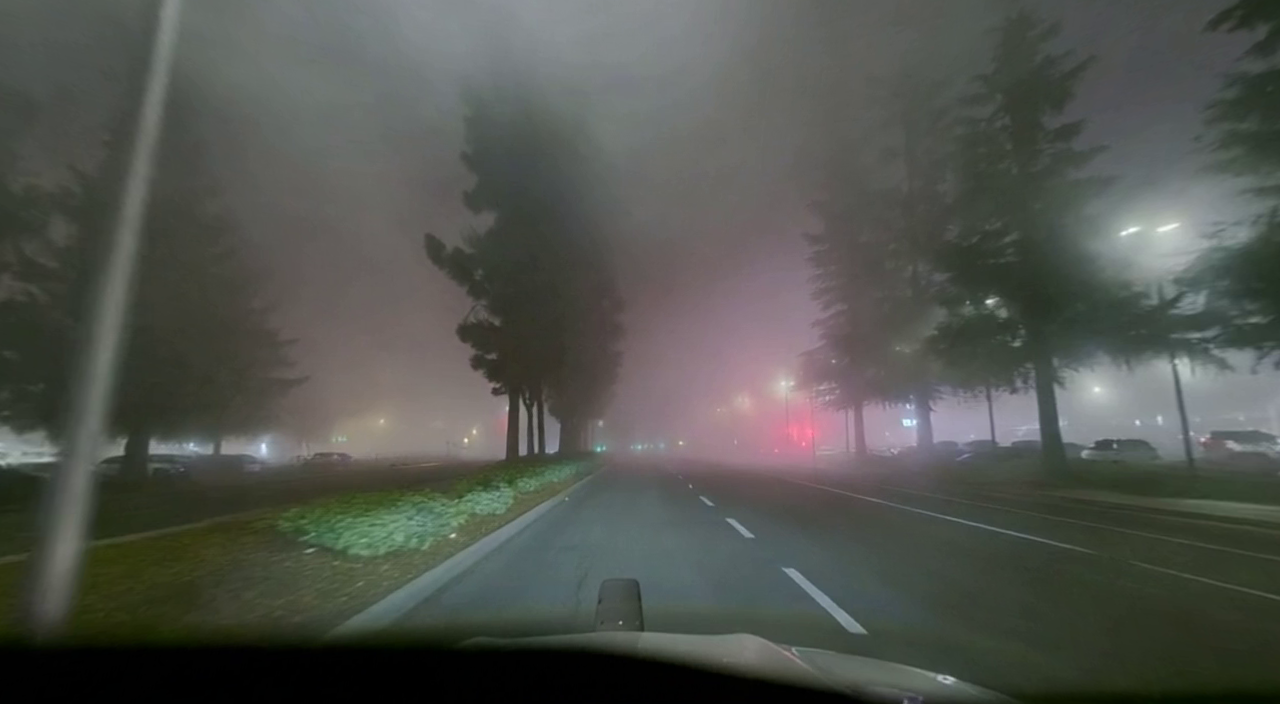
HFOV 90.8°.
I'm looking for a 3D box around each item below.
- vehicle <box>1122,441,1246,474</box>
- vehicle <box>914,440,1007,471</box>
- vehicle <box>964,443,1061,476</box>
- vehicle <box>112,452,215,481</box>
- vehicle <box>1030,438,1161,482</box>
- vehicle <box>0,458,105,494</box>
[{"bbox_3d":[27.711,5.377,32.260,4.591,1.593,2.041,1,-8,-5],"label":"vehicle"},{"bbox_3d":[18.224,5.846,35.951,4.788,1.660,2.043,4,-9,-23],"label":"vehicle"},{"bbox_3d":[17.825,5.105,30.176,4.496,1.423,1.700,4,-10,-26],"label":"vehicle"},{"bbox_3d":[-26.935,6.458,35.784,4.193,1.585,1.956,0,-8,0],"label":"vehicle"},{"bbox_3d":[17.847,4.185,24.726,4.697,1.578,2.067,4,-9,-26],"label":"vehicle"},{"bbox_3d":[-26.450,5.412,27.692,4.243,1.493,1.873,0,-8,0],"label":"vehicle"}]
